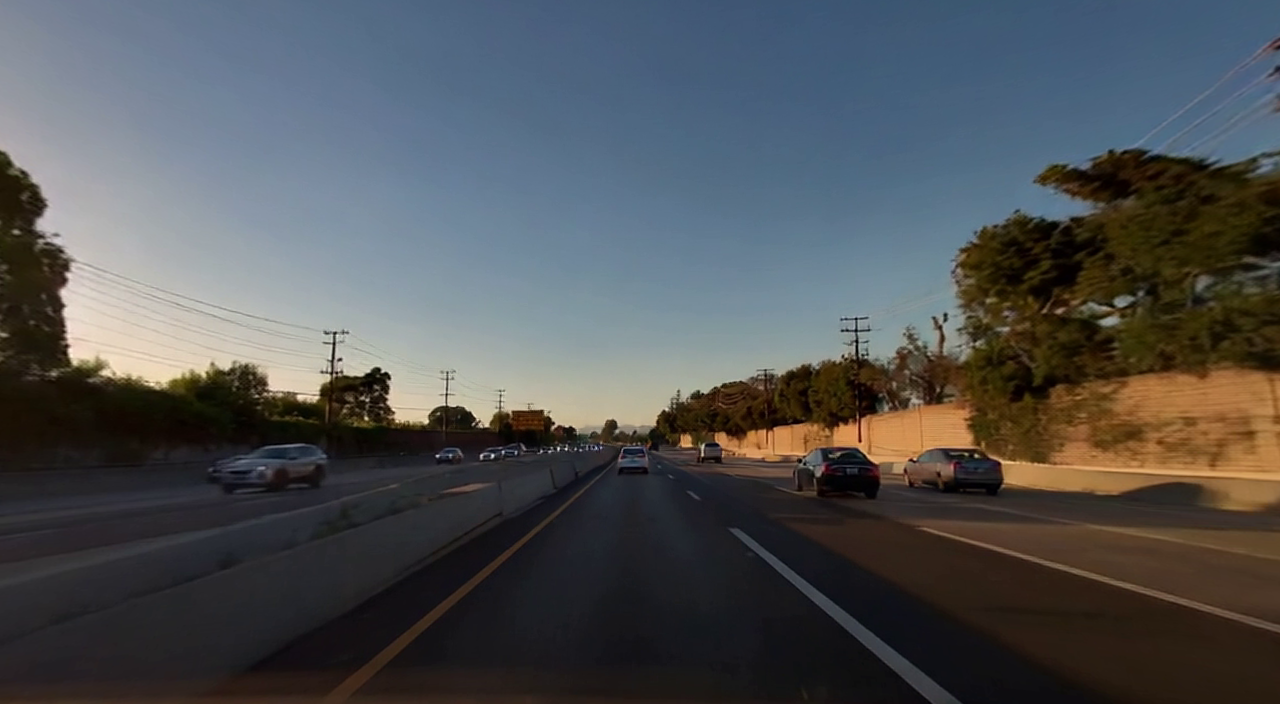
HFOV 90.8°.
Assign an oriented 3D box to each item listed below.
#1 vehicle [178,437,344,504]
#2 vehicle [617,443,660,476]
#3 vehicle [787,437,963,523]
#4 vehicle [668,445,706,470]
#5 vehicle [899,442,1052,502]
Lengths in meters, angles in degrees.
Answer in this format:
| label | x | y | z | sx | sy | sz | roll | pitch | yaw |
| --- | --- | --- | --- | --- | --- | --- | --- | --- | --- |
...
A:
| label | x | y | z | sx | sy | sz | roll | pitch | yaw |
| --- | --- | --- | --- | --- | --- | --- | --- | --- | --- |
| vehicle | -10.851 | 3.399 | 18.602 | 2.042 | 1.697 | 4.552 | 0 | -9 | 0 |
| vehicle | -0.121 | 5.262 | 31.128 | 1.993 | 1.506 | 3.883 | 0 | -8 | -1 |
| vehicle | 4.797 | 2.664 | 13.773 | 2.069 | 1.520 | 4.614 | 0 | -9 | 0 |
| vehicle | 2.944 | 6.715 | 40.398 | 1.981 | 1.480 | 4.316 | 0 | -9 | -1 |
| vehicle | 9.595 | 3.435 | 18.578 | 1.969 | 1.506 | 4.422 | 0 | -9 | -2 |
